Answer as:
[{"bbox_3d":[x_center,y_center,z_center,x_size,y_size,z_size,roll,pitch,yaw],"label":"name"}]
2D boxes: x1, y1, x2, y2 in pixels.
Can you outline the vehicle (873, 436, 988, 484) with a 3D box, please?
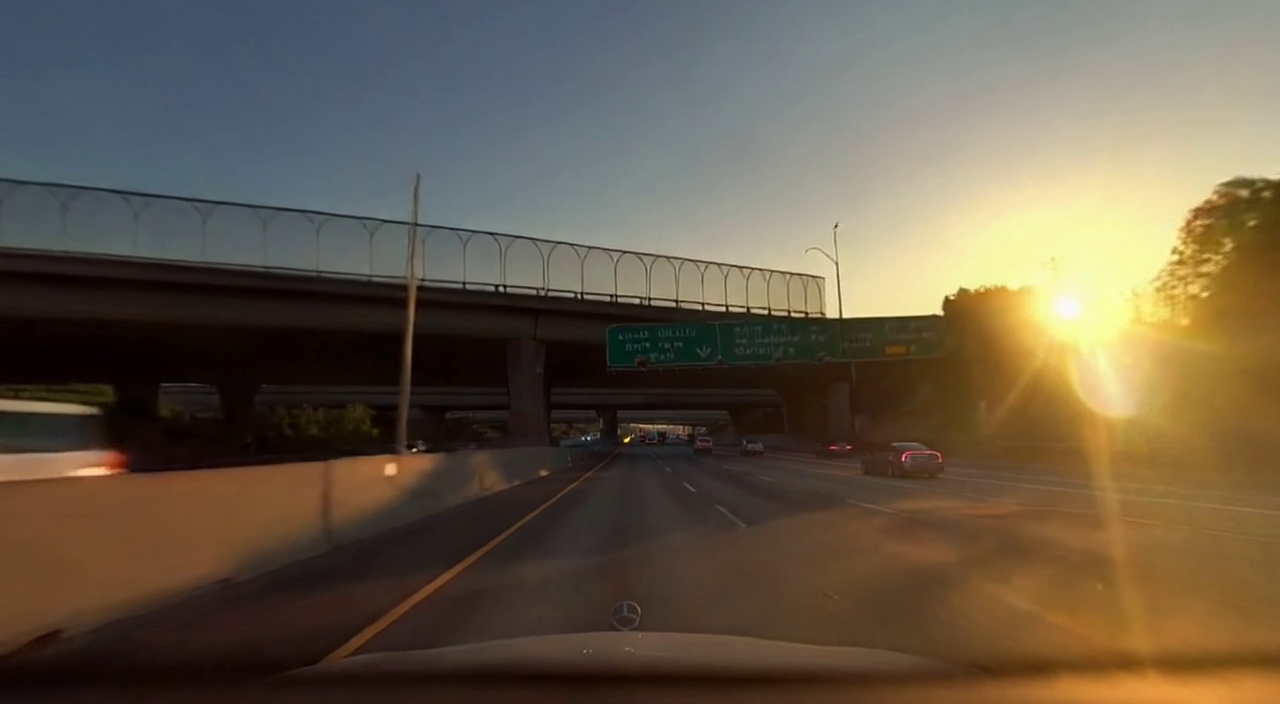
[{"bbox_3d":[9.609,3.579,21.292,1.836,1.418,4.132,0,-8,-1],"label":"vehicle"}]
